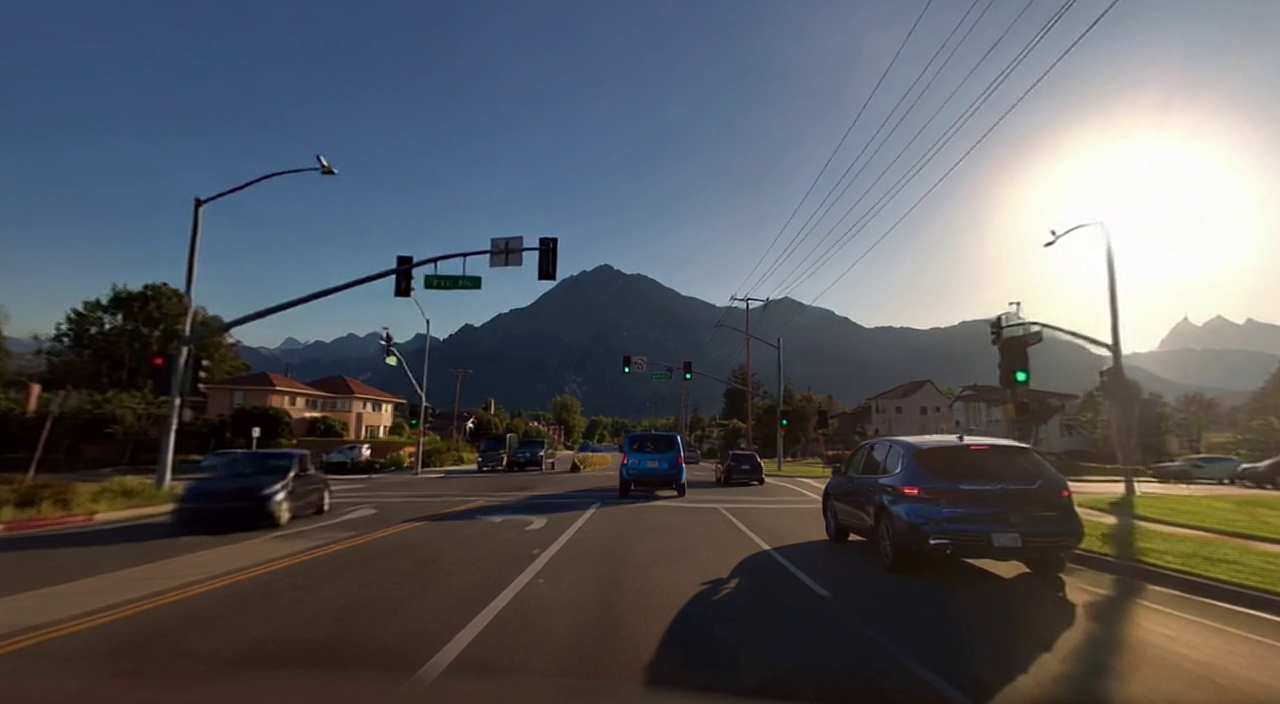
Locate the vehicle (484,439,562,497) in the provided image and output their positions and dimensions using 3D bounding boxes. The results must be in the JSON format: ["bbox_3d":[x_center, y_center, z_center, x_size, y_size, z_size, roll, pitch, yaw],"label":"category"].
[{"bbox_3d":[-4.095,3.868,21.497,2.059,1.749,4.458,3,-9,-17],"label":"vehicle"}]

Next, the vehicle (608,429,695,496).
[{"bbox_3d":[0.378,3.734,21.766,2.636,2.011,5.130,0,-8,1],"label":"vehicle"}]

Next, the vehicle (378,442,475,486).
[{"bbox_3d":[-9.871,5.084,29.052,4.530,1.864,1.999,-7,-11,38],"label":"vehicle"}]

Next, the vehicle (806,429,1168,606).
[{"bbox_3d":[3.927,1.920,8.412,2.155,1.658,4.721,0,-8,1],"label":"vehicle"}]

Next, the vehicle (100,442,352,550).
[{"bbox_3d":[-7.093,2.442,11.573,2.005,1.533,4.644,1,-8,-8],"label":"vehicle"}]

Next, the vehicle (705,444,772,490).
[{"bbox_3d":[3.807,4.493,25.029,1.957,1.646,4.355,0,-8,0],"label":"vehicle"}]

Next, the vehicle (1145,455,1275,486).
[{"bbox_3d":[29.178,6.042,32.365,4.649,1.481,2.019,0,-8,1],"label":"vehicle"}]
